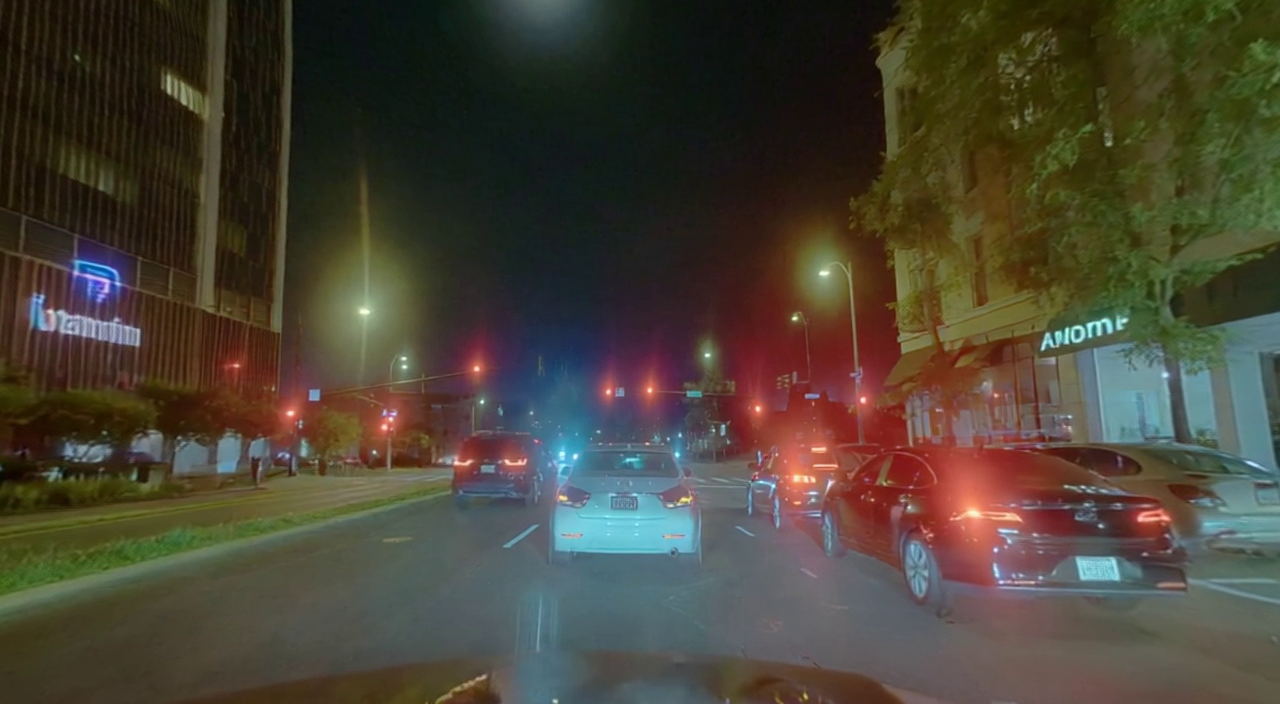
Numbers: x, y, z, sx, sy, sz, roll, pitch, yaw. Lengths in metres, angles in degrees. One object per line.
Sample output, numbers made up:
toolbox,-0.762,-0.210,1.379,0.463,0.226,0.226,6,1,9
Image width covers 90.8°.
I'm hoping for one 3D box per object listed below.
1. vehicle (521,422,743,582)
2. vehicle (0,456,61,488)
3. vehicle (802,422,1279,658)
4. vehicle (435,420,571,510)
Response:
vehicle,-0.104,1.743,8.135,2.118,1.512,4.013,0,-9,-1
vehicle,-31.718,5.971,31.433,1.913,1.531,4.000,-9,-12,44
vehicle,3.221,1.523,6.304,1.912,1.454,4.537,0,-9,-1
vehicle,-3.135,2.734,15.711,2.223,1.840,4.919,0,-9,0
